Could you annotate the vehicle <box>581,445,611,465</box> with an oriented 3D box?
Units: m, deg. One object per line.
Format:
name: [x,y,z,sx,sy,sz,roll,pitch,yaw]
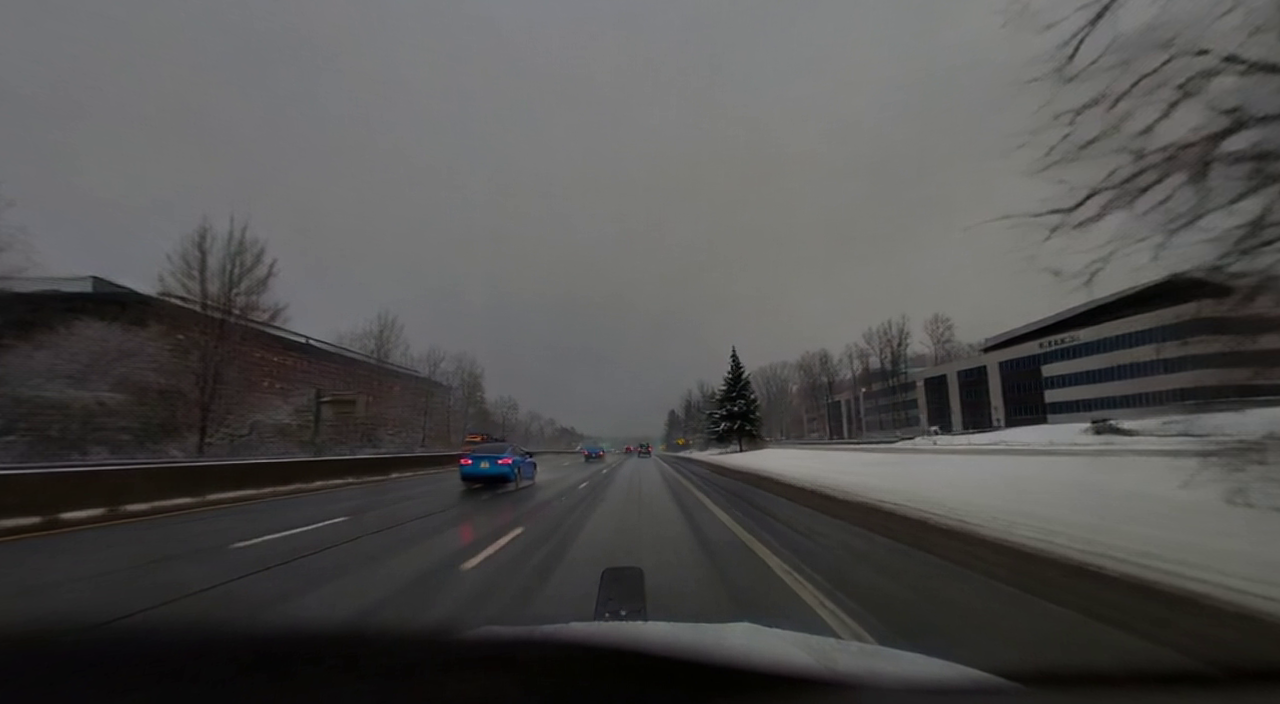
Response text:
vehicle: [-3.325,7.925,48.576,1.926,1.464,4.186,0,-8,1]

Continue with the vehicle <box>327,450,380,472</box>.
vehicle: [-21.372,8.136,47.233,1.803,1.466,4.393,0,-8,1]

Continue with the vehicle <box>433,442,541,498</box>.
vehicle: [-4.454,3.481,19.123,2.083,1.471,4.350,0,-8,1]
